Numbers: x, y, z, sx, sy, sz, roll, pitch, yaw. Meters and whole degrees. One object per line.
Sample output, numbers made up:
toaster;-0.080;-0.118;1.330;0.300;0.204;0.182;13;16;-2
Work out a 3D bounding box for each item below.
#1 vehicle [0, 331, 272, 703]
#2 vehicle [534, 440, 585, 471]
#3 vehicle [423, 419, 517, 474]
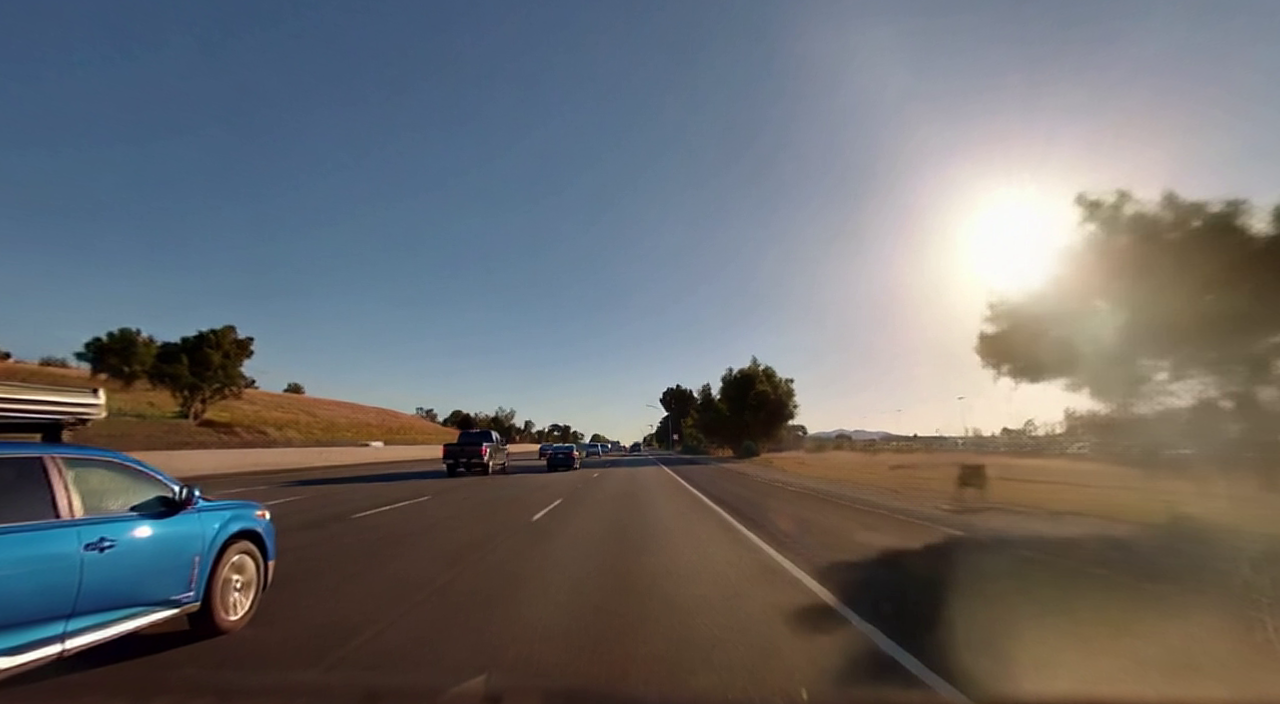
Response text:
vehicle;-4.052;0.740;2.375;2.200;1.807;5.041;0;-9;1
vehicle;-4.147;5.418;33.142;2.012;1.509;4.359;0;-9;1
vehicle;-7.612;4.369;29.056;2.594;2.254;6.028;0;-9;0
